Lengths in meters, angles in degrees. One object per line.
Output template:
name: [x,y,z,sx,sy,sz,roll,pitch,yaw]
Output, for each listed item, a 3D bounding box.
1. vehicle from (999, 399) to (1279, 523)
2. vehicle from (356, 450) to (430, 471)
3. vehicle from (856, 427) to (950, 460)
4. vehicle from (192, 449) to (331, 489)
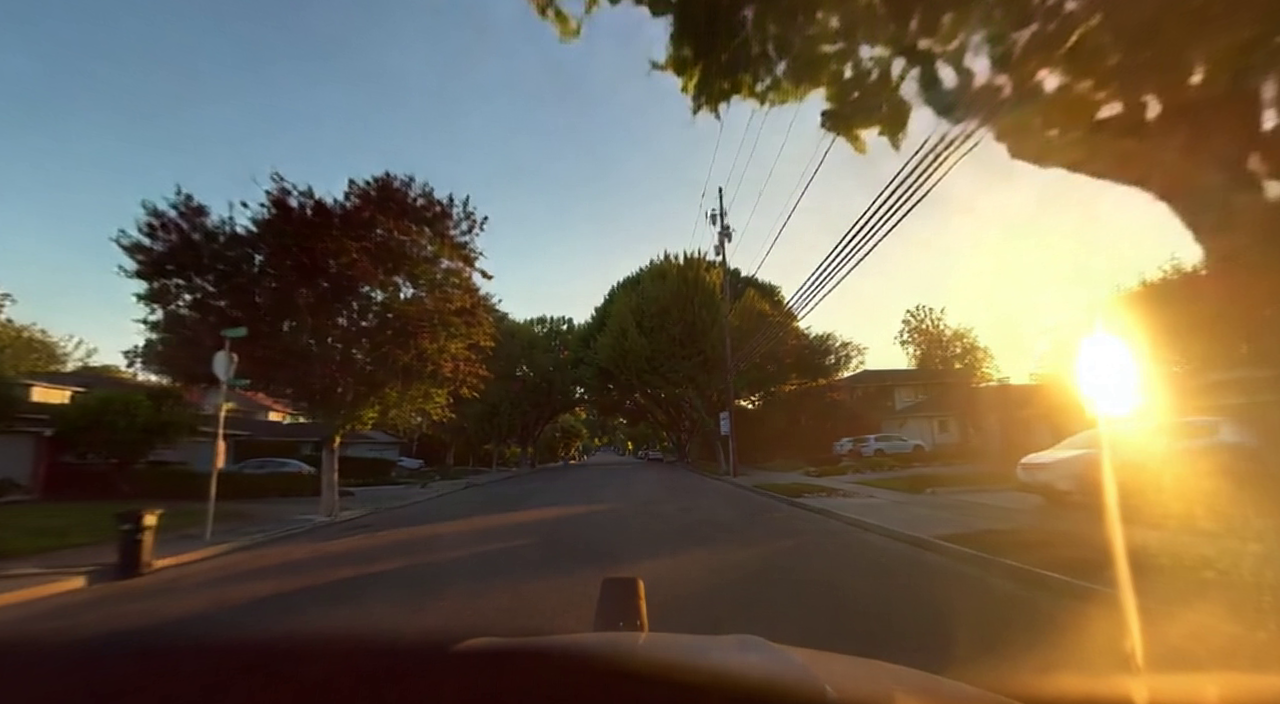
vehicle: [10.067,2.101,12.504,4.697,1.604,1.838,-8,-8,-4]
vehicle: [-17.800,7.827,45.626,4.519,1.426,1.903,8,-12,-41]
vehicle: [15.260,5.331,36.822,4.562,1.832,1.987,0,-9,-3]
vehicle: [-14.862,4.556,24.986,4.477,1.449,1.922,5,-10,-32]
